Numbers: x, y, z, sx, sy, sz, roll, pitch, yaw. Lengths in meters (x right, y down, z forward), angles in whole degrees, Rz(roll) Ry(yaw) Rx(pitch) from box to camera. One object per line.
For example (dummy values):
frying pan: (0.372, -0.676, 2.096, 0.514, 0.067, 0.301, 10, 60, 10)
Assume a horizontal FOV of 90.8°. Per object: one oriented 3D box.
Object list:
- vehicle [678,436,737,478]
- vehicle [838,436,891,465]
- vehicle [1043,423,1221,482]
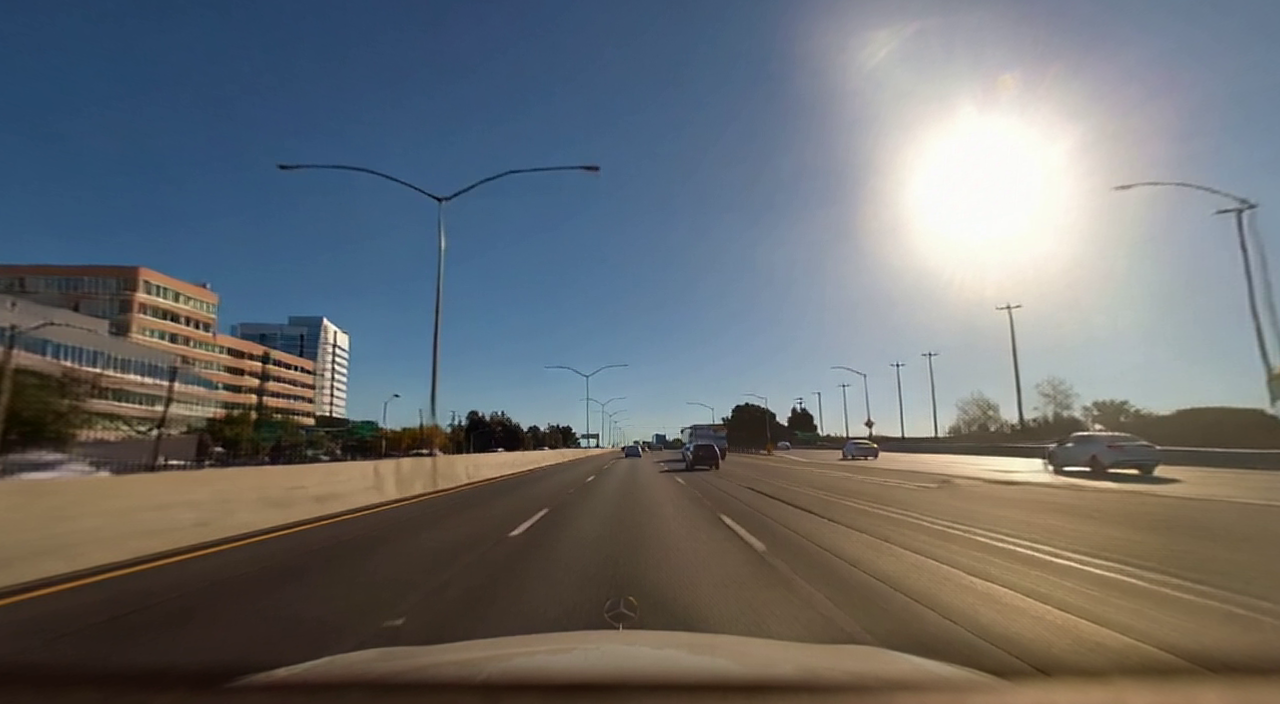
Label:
vehicle: (2.845, 4.558, 27.647, 1.997, 1.638, 4.281, 0, -9, -1)
vehicle: (15.074, 6.640, 42.729, 2.070, 1.782, 5.006, -1, -9, 4)
vehicle: (17.773, 3.686, 23.349, 2.190, 1.911, 5.658, -1, -9, 3)
